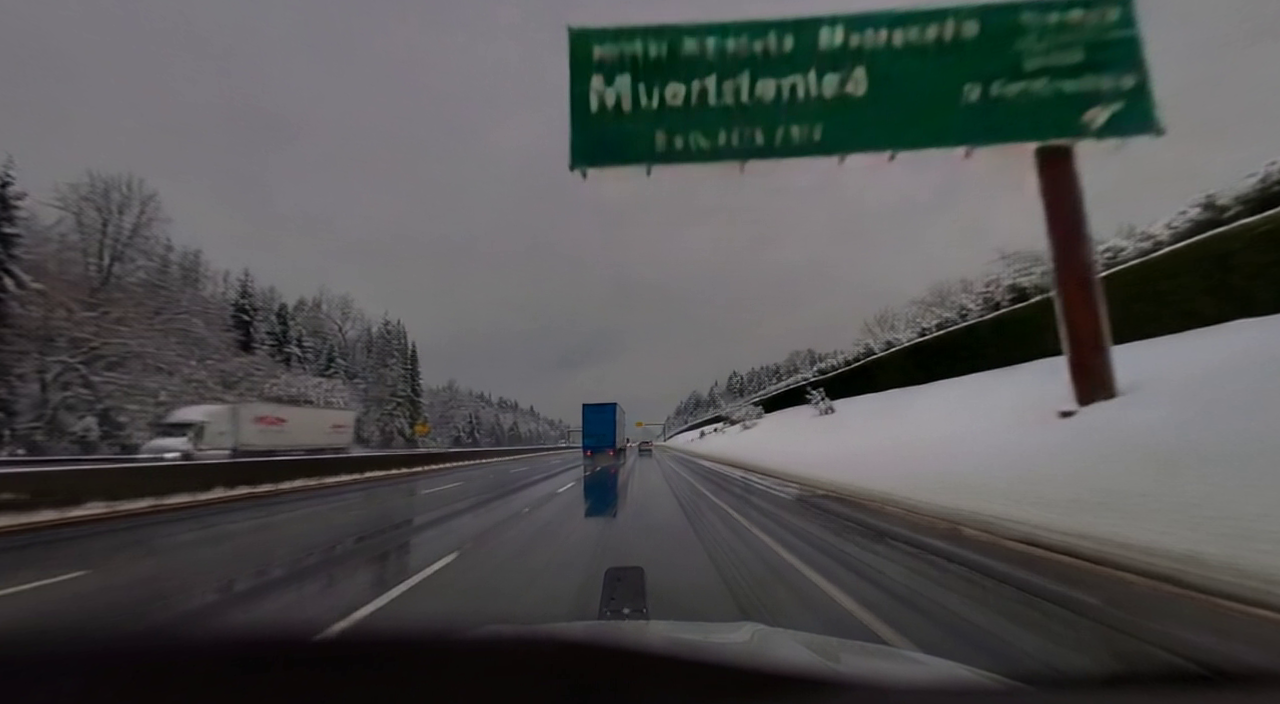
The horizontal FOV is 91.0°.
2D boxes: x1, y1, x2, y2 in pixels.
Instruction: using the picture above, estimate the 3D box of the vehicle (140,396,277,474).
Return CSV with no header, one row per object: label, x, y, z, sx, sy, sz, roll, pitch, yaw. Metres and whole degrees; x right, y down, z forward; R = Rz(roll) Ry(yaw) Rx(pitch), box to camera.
vehicle,-22.725,4.446,33.588,2.928,3.764,5.866,0,-8,0
